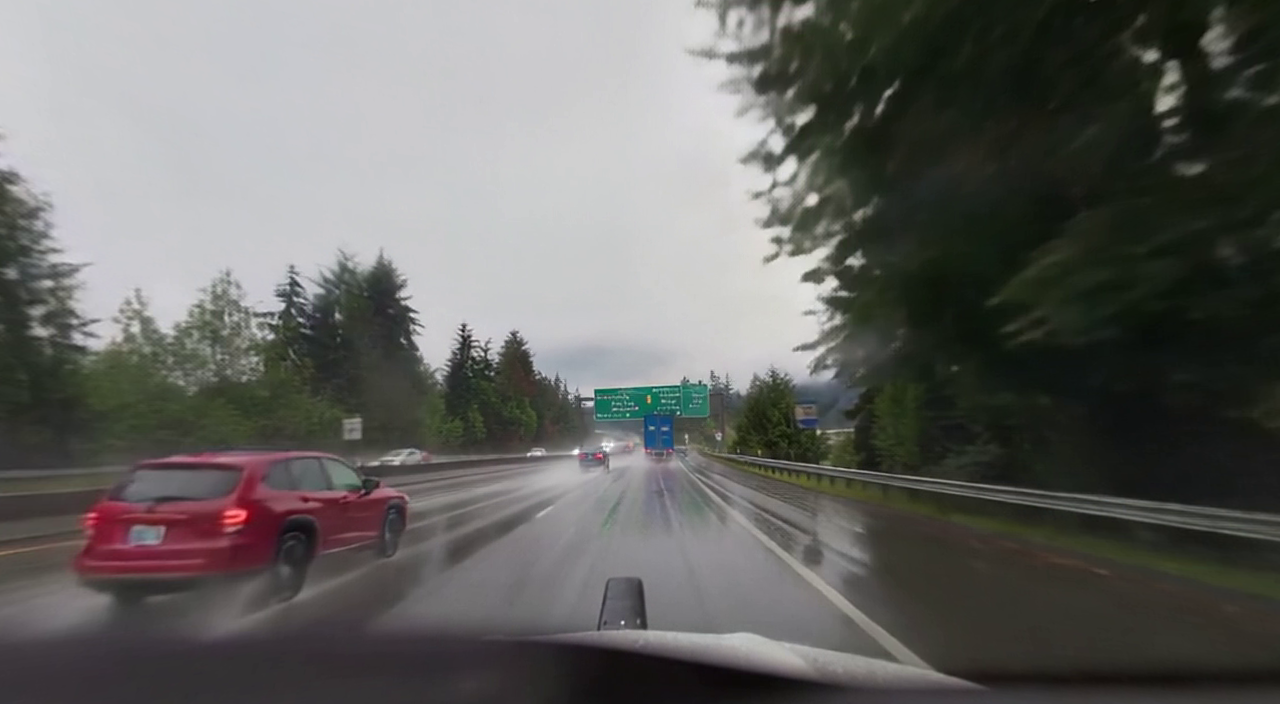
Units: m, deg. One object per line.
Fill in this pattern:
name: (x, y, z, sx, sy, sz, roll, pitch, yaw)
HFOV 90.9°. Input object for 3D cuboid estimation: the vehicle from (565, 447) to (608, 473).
vehicle: (-3.133, 6.390, 37.409, 2.045, 1.430, 3.951, -1, -9, 2)

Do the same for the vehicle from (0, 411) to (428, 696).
vehicle: (-3.836, 1.466, 5.816, 2.039, 1.532, 4.610, 0, -9, 2)
